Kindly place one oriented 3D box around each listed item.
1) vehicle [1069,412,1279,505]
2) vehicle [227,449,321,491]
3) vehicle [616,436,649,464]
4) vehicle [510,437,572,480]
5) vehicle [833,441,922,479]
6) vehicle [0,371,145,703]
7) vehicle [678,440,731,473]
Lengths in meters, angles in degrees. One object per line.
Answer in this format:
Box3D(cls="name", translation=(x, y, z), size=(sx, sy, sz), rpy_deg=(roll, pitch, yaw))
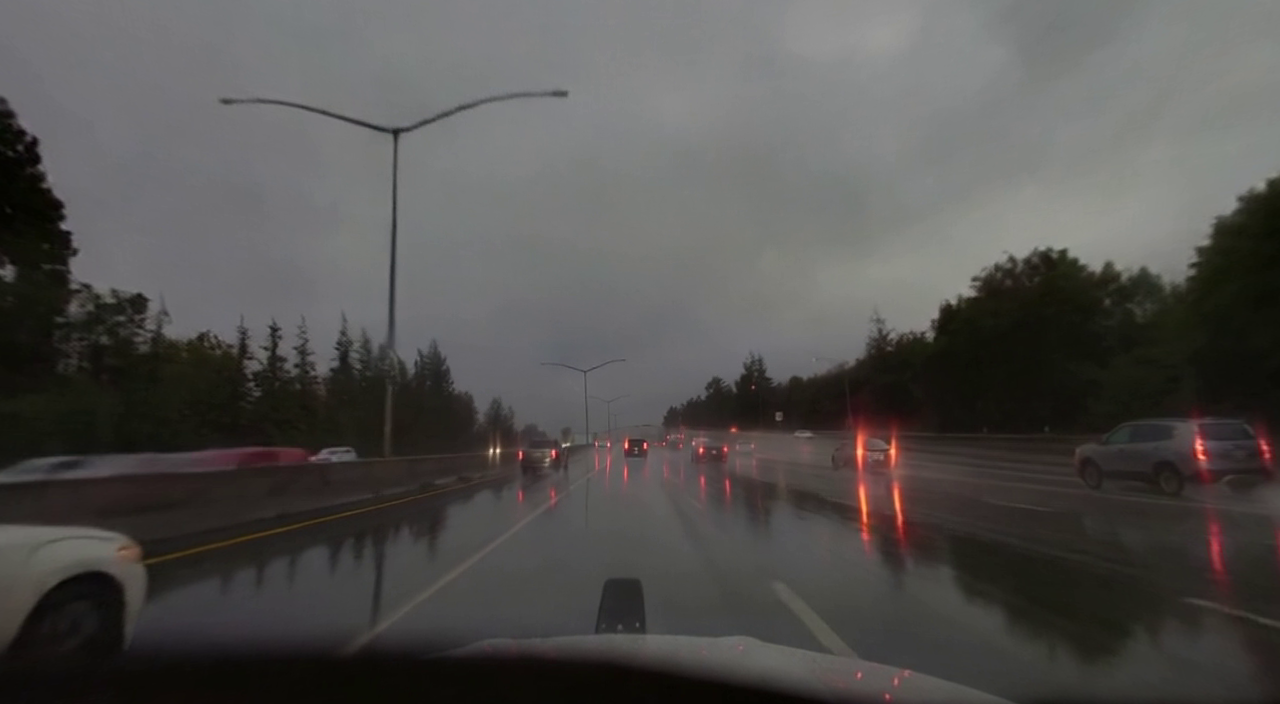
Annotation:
Box3D(cls="vehicle", translation=(12.903, 2.443, 14.871), size=(2.076, 1.799, 4.871), rpy_deg=(0, -8, -1))
Box3D(cls="vehicle", translation=(-13.148, 4.240, 22.918), size=(1.455, 1.372, 3.287), rpy_deg=(0, -9, -1))
Box3D(cls="vehicle", translation=(-0.502, 6.902, 44.423), size=(2.192, 1.813, 4.864), rpy_deg=(0, -8, -1))
Box3D(cls="vehicle", translation=(-4.065, 4.459, 26.670), size=(1.992, 1.651, 4.185), rpy_deg=(0, -8, 0))
Box3D(cls="vehicle", translation=(9.389, 4.285, 25.319), size=(1.910, 1.384, 3.867), rpy_deg=(1, -8, -3))
Box3D(cls="vehicle", translation=(-3.636, 0.691, 1.037), size=(2.119, 1.654, 4.353), rpy_deg=(0, -9, -1))
Box3D(cls="vehicle", translation=(3.051, 5.094, 30.945), size=(2.007, 1.469, 4.337), rpy_deg=(0, -8, -2))
